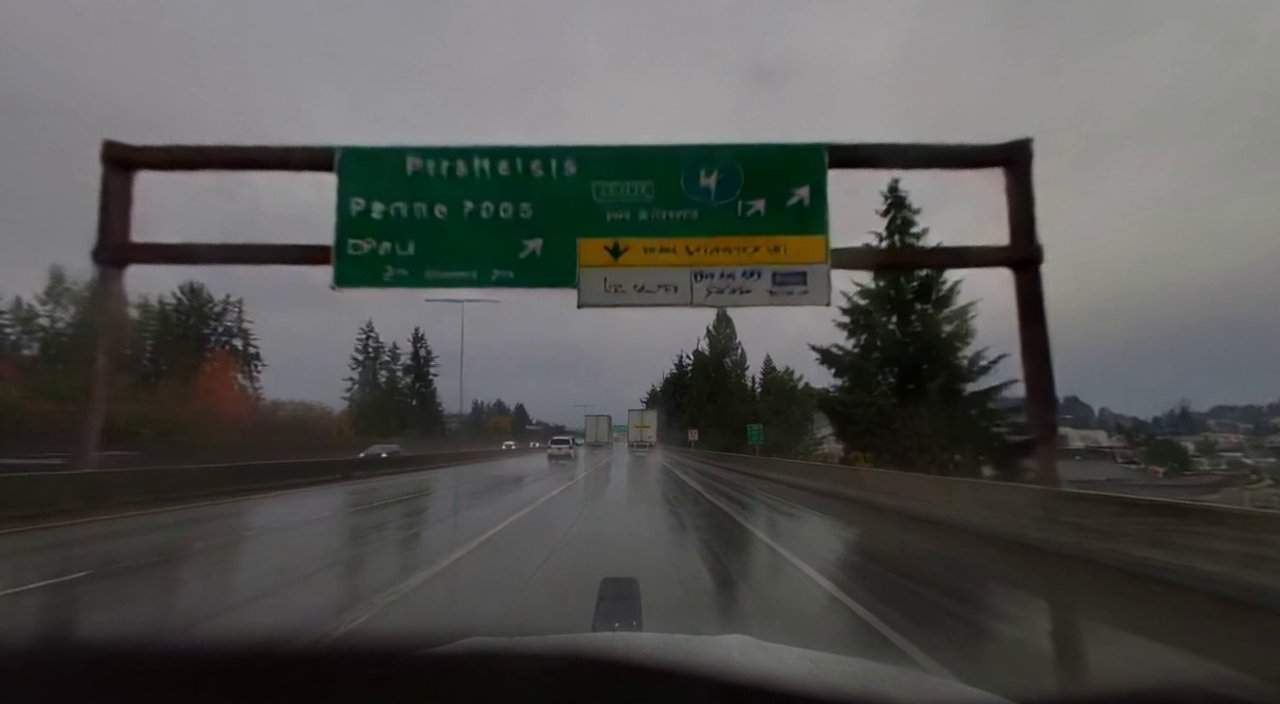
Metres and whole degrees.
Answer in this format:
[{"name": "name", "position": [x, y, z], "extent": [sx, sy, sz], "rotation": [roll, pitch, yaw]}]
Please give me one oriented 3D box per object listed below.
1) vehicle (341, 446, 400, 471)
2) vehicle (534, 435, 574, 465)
[{"name": "vehicle", "position": [-19.011, 7.529, 44.651], "extent": [1.976, 1.575, 5.075], "rotation": [0, -8, 0]}, {"name": "vehicle", "position": [-5.582, 6.425, 41.454], "extent": [2.127, 1.839, 4.984], "rotation": [0, -8, -2]}]
